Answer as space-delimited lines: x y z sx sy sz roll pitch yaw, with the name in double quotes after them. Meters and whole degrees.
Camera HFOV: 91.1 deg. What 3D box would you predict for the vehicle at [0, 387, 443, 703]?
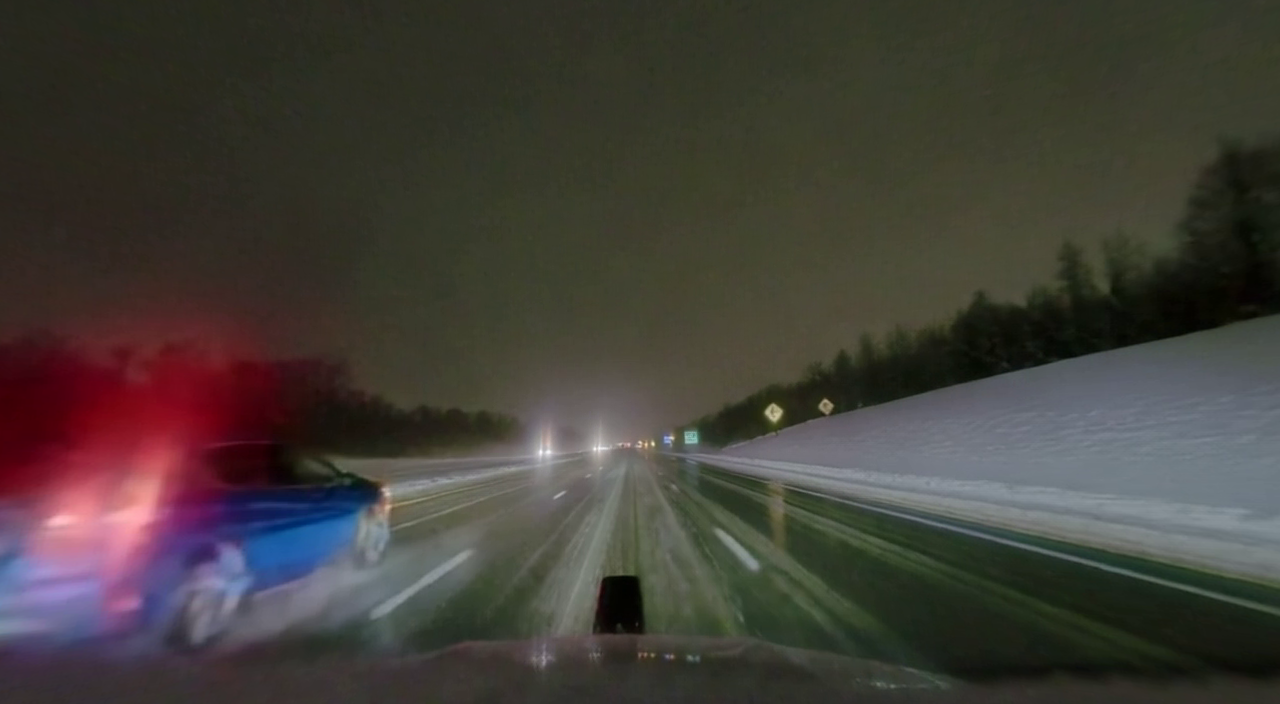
-3.312 1.278 4.876 2.069 1.573 4.589 0 -9 0 "vehicle"
